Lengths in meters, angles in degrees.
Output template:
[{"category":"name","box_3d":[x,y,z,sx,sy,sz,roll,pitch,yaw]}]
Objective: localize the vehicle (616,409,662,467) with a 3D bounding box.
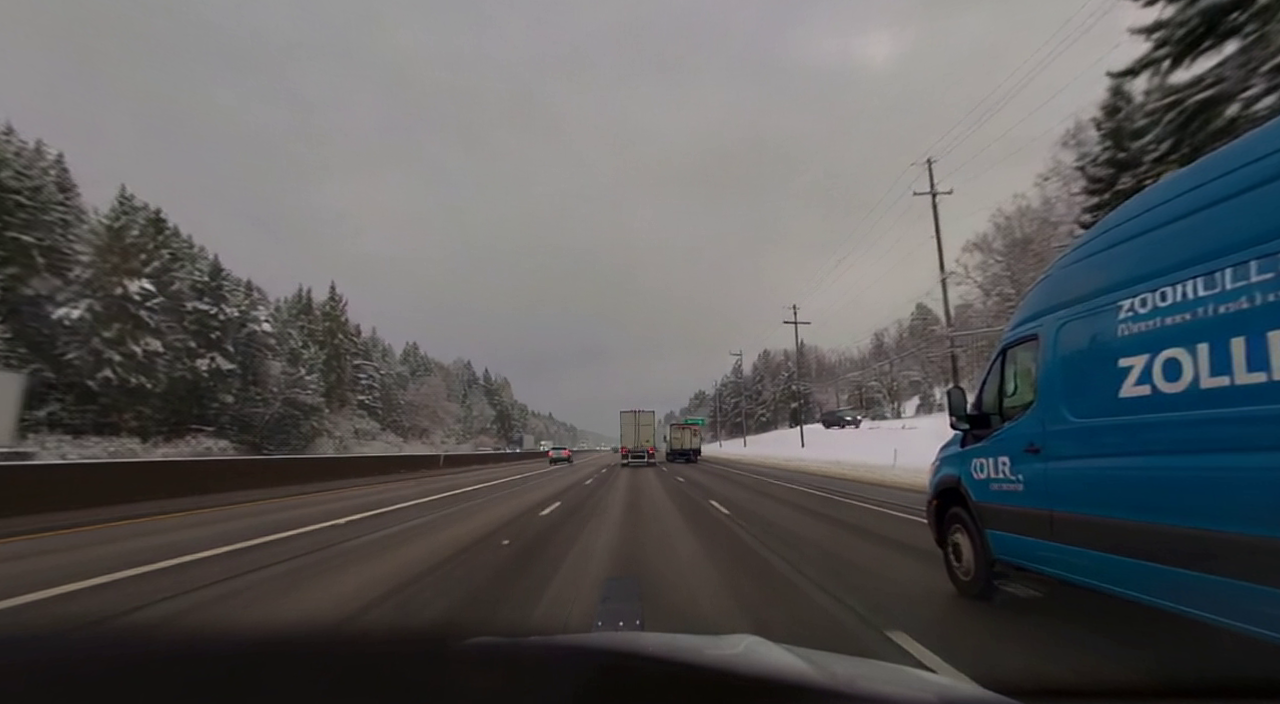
[{"category":"vehicle","box_3d":[-0.115,6.873,49.899,3.201,4.019,10.918,0,-9,0]}]

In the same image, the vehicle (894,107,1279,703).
[{"category":"vehicle","box_3d":[3.780,0.443,3.178,2.338,2.690,6.025,0,-9,-1]}]

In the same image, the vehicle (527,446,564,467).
[{"category":"vehicle","box_3d":[-7.055,7.875,47.619,2.069,1.495,4.698,0,-9,0]}]
